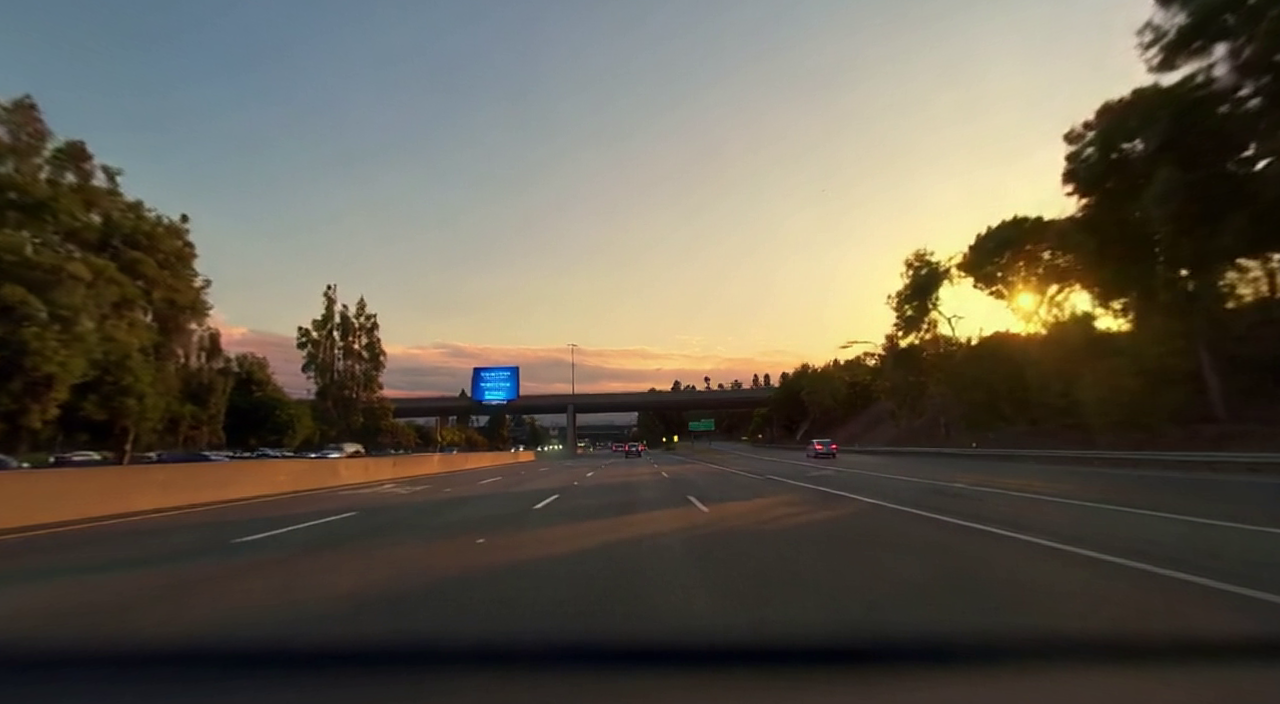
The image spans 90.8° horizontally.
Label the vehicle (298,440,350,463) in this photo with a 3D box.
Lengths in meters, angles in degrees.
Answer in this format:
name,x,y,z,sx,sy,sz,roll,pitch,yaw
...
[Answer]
name,x,y,z,sx,sy,sz,roll,pitch,yaw
vehicle,-20.006,6.296,40.158,1.459,1.356,3.255,-1,-8,4
